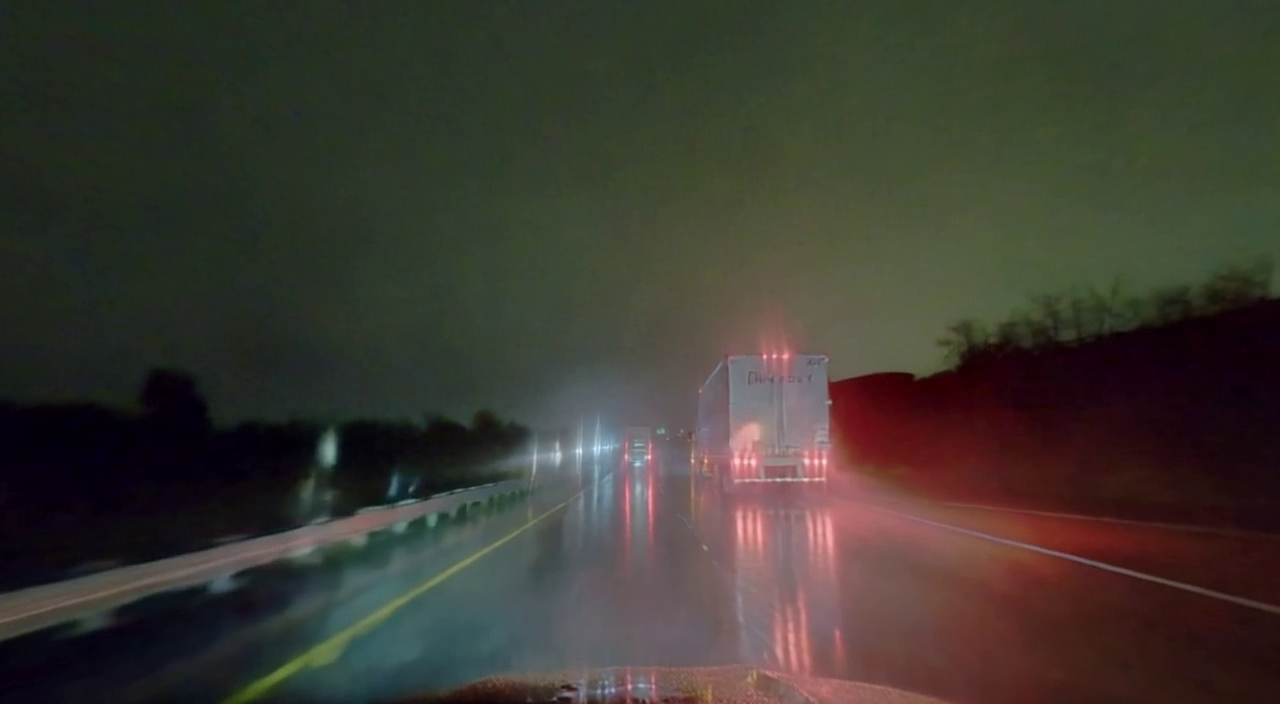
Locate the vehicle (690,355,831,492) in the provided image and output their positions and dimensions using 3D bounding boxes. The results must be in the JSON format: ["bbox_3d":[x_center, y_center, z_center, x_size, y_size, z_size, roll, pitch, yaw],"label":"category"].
[{"bbox_3d":[4.346,3.339,26.938,3.167,4.180,14.924,2,-9,0],"label":"vehicle"}]

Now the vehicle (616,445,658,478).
[{"bbox_3d":[-0.116,6.019,34.627,2.160,1.691,4.243,0,-9,1],"label":"vehicle"}]
